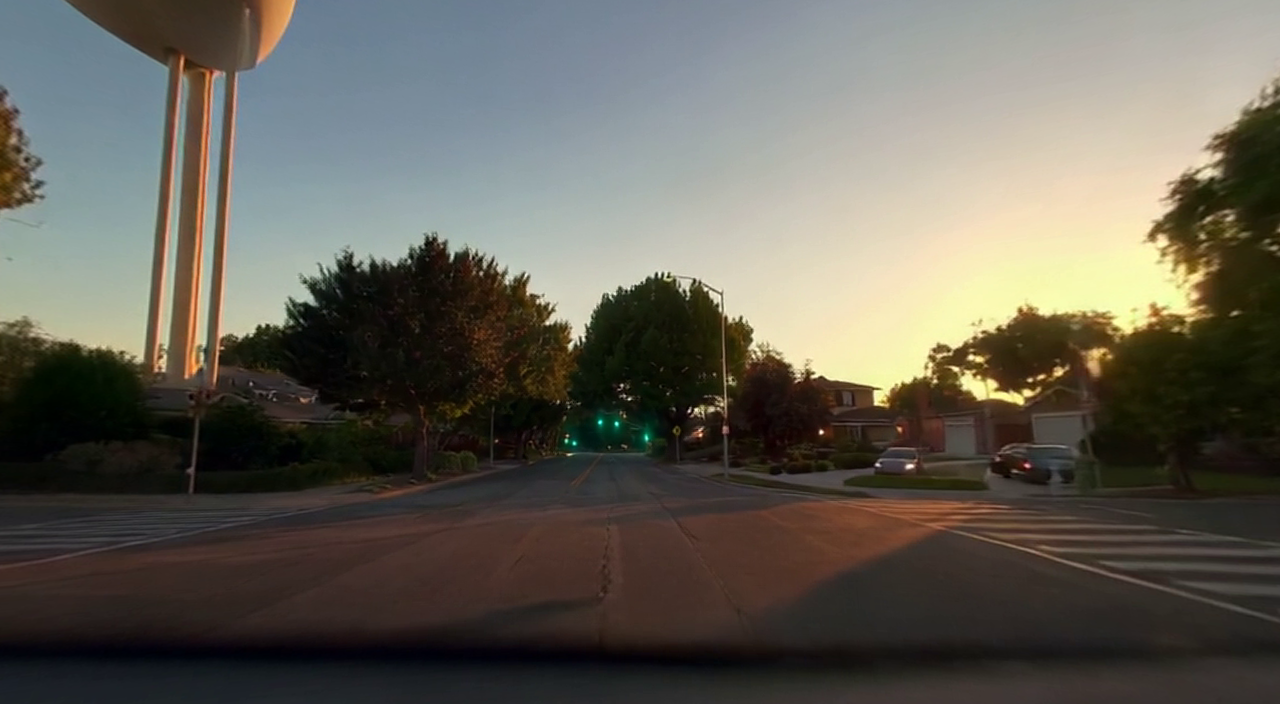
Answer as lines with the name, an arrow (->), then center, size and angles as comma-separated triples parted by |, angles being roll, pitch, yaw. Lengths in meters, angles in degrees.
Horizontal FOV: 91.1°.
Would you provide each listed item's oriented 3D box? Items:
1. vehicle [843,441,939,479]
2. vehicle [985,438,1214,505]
vehicle -> 9.845, 4.213, 24.724 | 3.191, 1.365, 1.458 | -6, -10, 36
vehicle -> 11.958, 3.113, 16.632 | 4.448, 1.637, 1.881 | -1, -9, 5
